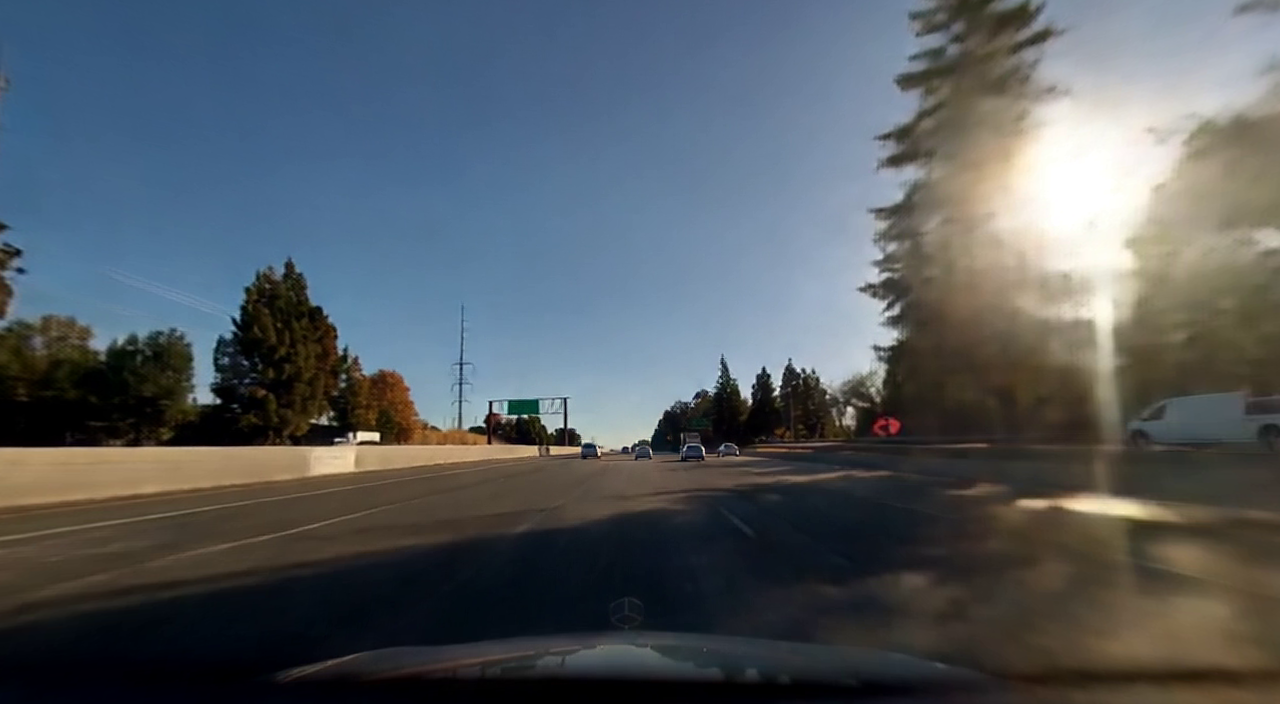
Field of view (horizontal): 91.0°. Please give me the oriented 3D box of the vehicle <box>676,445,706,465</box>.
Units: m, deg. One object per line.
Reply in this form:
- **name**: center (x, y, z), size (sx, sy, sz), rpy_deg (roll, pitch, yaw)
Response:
- **vehicle**: center (3.938, 8.069, 49.419), size (2.076, 1.506, 4.050), rpy_deg (0, -9, 0)

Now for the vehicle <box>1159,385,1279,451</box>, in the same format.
- **vehicle**: center (42.069, 4.382, 41.165), size (2.955, 4.183, 15.830), rpy_deg (0, -9, 0)
